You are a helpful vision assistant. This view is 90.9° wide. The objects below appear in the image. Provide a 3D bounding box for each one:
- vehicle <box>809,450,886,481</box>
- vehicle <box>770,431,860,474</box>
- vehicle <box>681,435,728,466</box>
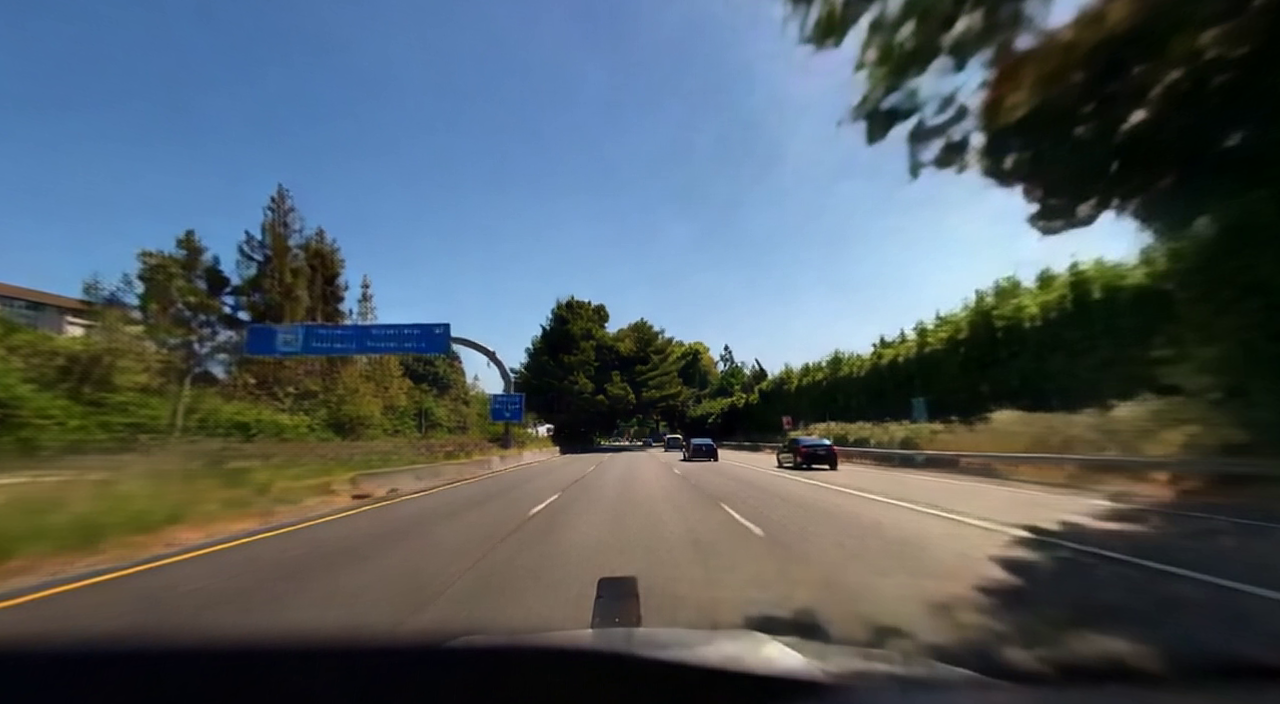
[{"bbox_3d":[6.865,3.760,21.077,1.535,0.862,2.814,0,-8,-2],"label":"vehicle"},{"bbox_3d":[6.754,3.923,24.947,2.003,1.522,4.940,0,-8,-1],"label":"vehicle"},{"bbox_3d":[3.179,4.945,31.843,1.819,1.468,3.770,0,-8,-2],"label":"vehicle"}]
